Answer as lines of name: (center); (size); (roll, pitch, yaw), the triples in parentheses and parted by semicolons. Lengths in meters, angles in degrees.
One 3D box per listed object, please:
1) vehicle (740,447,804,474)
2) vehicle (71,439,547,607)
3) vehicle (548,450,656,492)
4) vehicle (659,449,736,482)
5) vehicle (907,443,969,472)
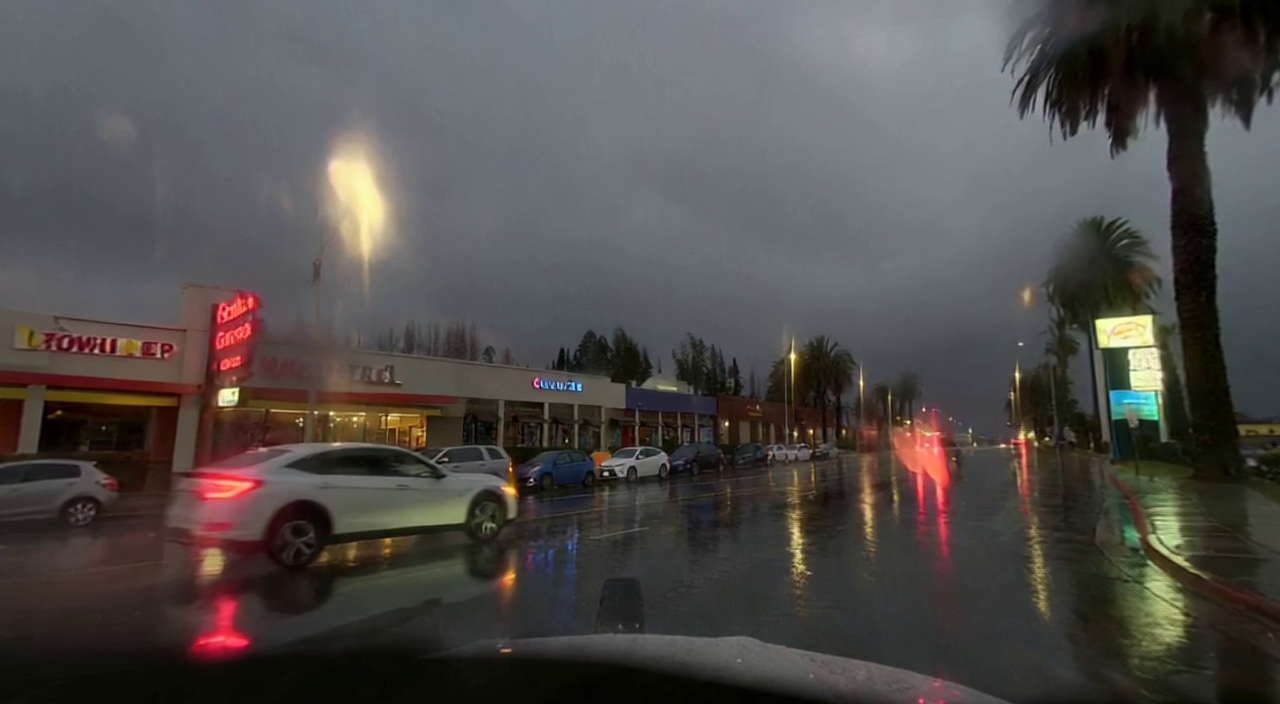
vehicle: (8.049, 6.537, 38.064); (1.981, 1.493, 4.721); (-6, -11, 36)
vehicle: (-4.002, 1.951, 8.380); (5.090, 1.513, 2.232); (8, -12, -44)
vehicle: (-1.397, 4.652, 25.009); (1.837, 1.468, 4.389); (-6, -11, 37)
vehicle: (2.876, 5.501, 30.851); (1.776, 1.448, 4.137); (-6, -11, 37)
vehicle: (17.031, 5.963, 35.807); (2.035, 1.485, 4.849); (-7, -11, 38)
